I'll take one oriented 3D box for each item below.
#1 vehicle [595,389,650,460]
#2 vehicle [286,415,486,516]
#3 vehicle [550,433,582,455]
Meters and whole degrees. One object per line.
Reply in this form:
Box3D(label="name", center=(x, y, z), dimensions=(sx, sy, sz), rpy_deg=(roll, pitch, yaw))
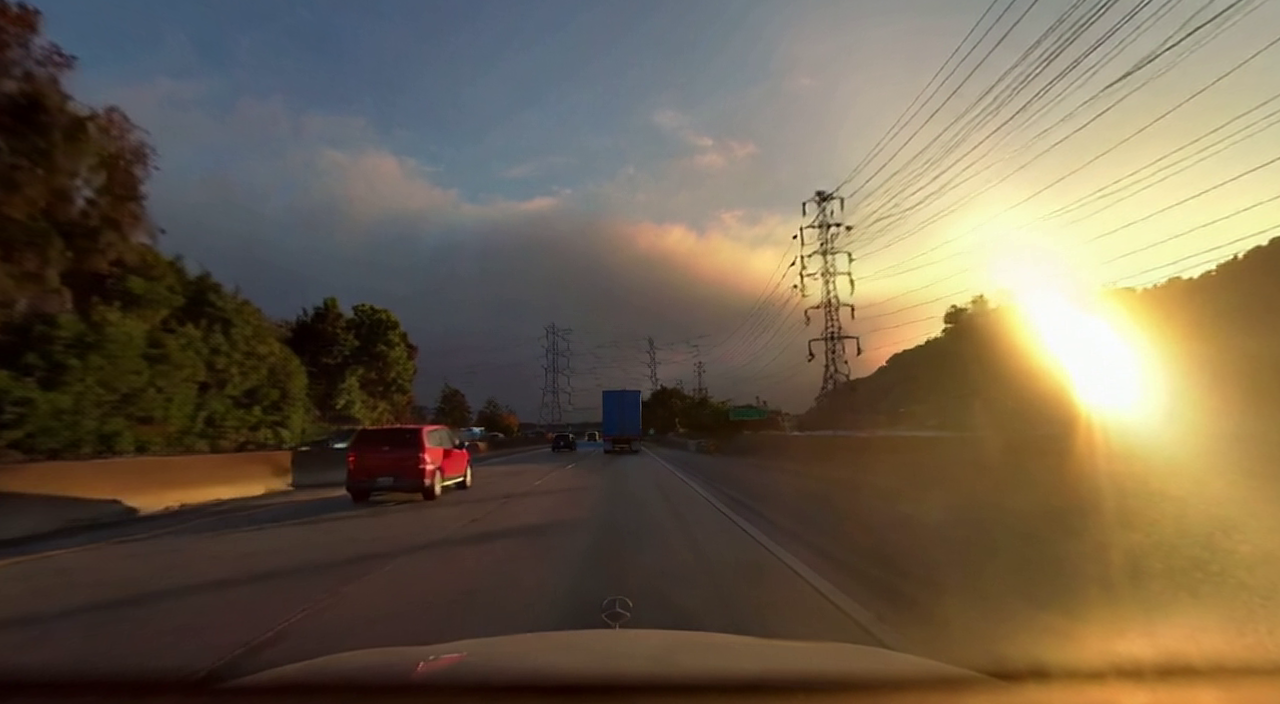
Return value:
Box3D(label="vehicle", center=(-1.093, 4.641, 39.391), dimensions=(2.955, 3.851, 9.915), rpy_deg=(0, -8, -2))
Box3D(label="vehicle", center=(-4.641, 2.129, 12.406), dimensions=(2.117, 1.618, 4.480), rpy_deg=(0, -8, -1))
Box3D(label="vehicle", center=(-5.394, 6.754, 46.338), dimensions=(1.934, 1.549, 4.194), rpy_deg=(0, -8, -2))
